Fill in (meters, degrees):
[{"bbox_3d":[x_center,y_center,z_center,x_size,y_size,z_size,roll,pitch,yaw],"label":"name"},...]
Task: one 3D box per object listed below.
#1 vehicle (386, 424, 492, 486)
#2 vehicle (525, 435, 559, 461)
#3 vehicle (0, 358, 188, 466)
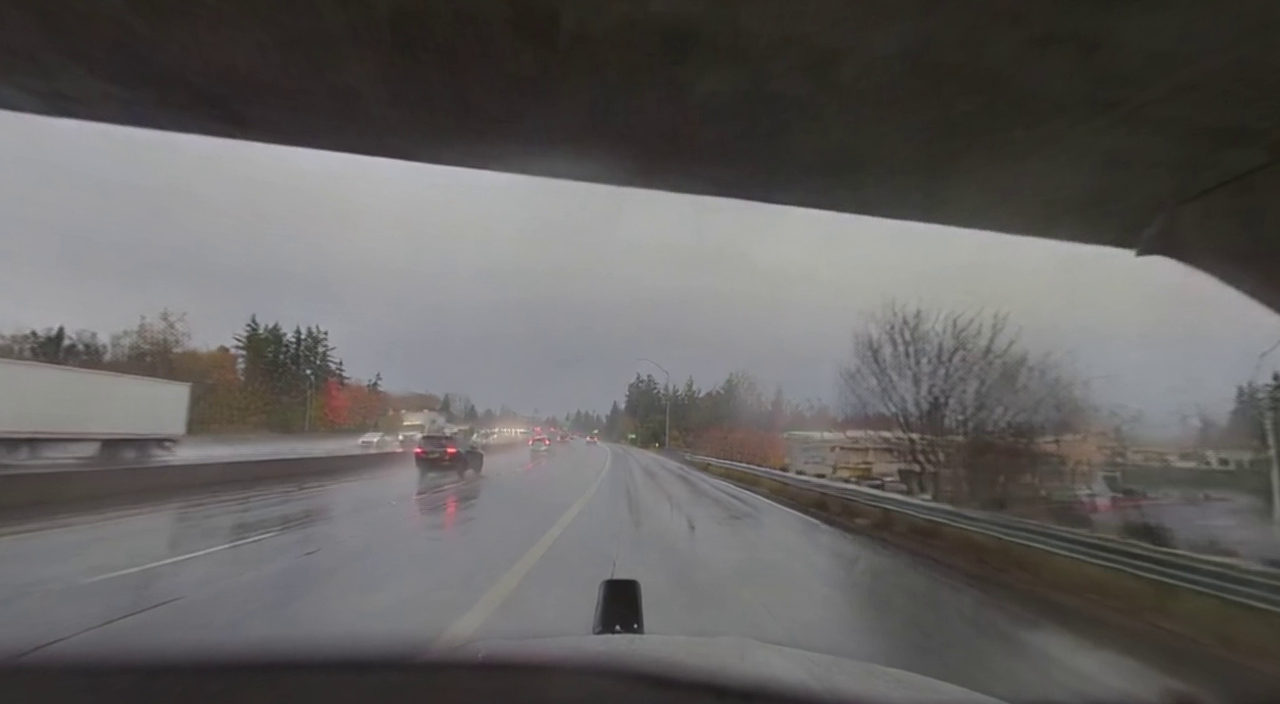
[{"bbox_3d":[-6.893,3.561,22.197,2.188,1.896,4.810,0,-8,0],"label":"vehicle"},{"bbox_3d":[-7.559,7.436,49.040,1.956,1.888,4.512,0,-8,-1],"label":"vehicle"},{"bbox_3d":[-25.427,2.508,26.037,2.953,3.997,14.370,4,-8,-1],"label":"vehicle"}]
